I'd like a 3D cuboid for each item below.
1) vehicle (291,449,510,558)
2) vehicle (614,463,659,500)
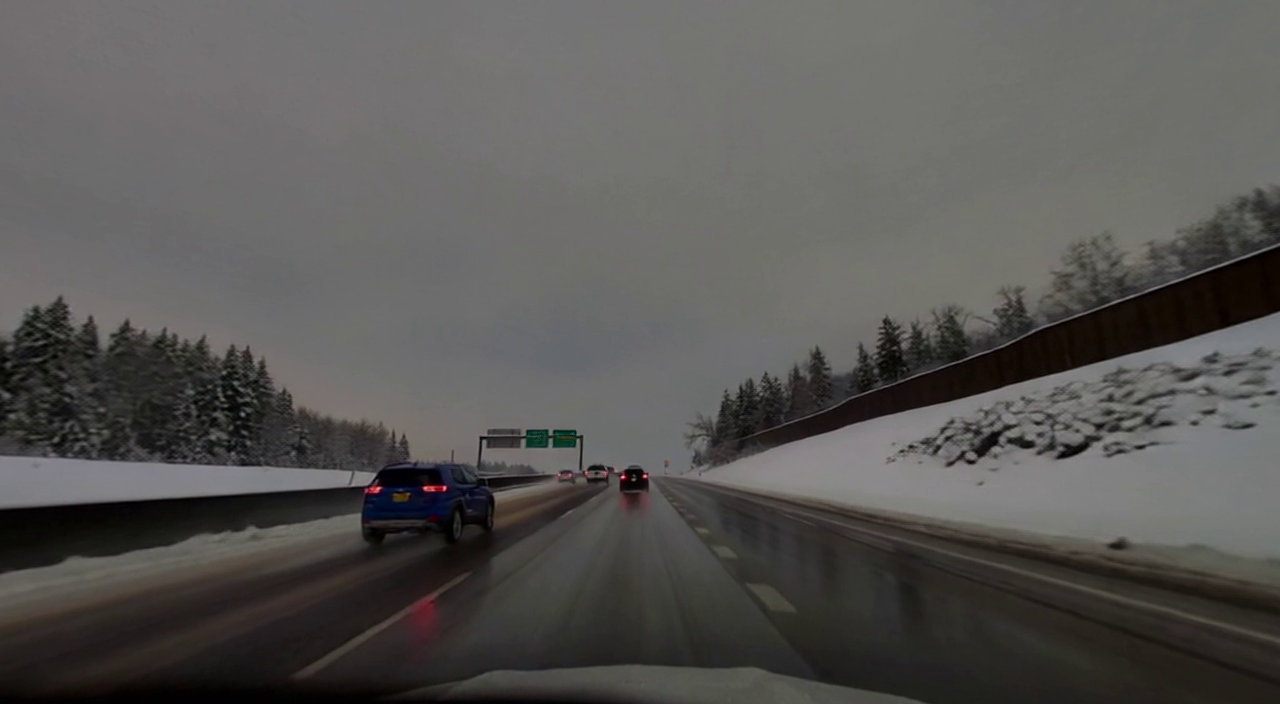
[{"bbox_3d":[-3.962,2.637,11.519,2.102,1.521,4.687,1,-11,1],"label":"vehicle"},{"bbox_3d":[-0.185,6.026,29.481,1.992,1.601,3.762,1,-11,-1],"label":"vehicle"}]
